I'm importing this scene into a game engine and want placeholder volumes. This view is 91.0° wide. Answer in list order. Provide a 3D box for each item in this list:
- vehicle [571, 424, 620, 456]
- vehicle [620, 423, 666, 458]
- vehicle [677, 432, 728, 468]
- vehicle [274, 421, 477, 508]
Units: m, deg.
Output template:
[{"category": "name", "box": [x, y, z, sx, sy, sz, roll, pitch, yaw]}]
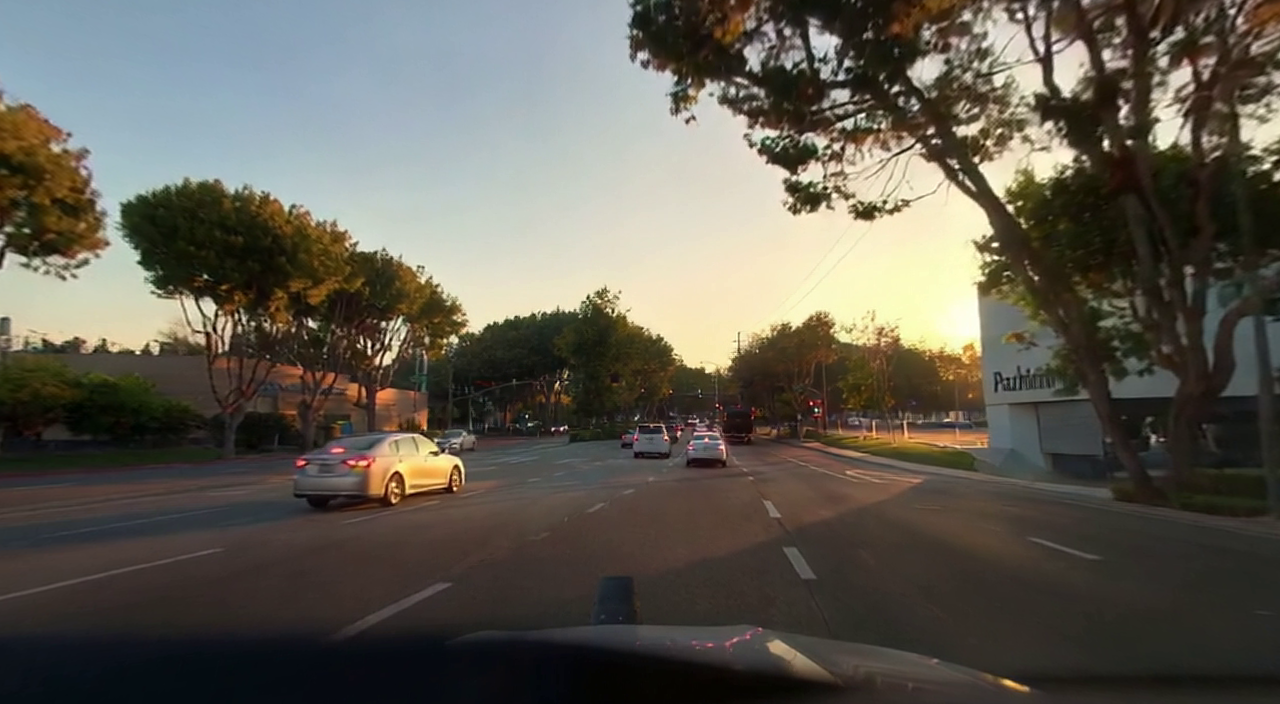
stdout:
[{"category": "vehicle", "box": [-2.589, 5.297, 37.823, 2.078, 1.787, 5.006, -1, -9, 6]}, {"category": "vehicle", "box": [0.235, 5.182, 36.744, 2.188, 1.892, 4.488, -1, -9, 7]}, {"category": "vehicle", "box": [2.935, 4.436, 28.630, 2.109, 1.500, 4.585, -1, -9, 8]}, {"category": "vehicle", "box": [-5.211, 2.289, 13.175, 2.010, 1.515, 4.152, -1, -9, 8]}]
